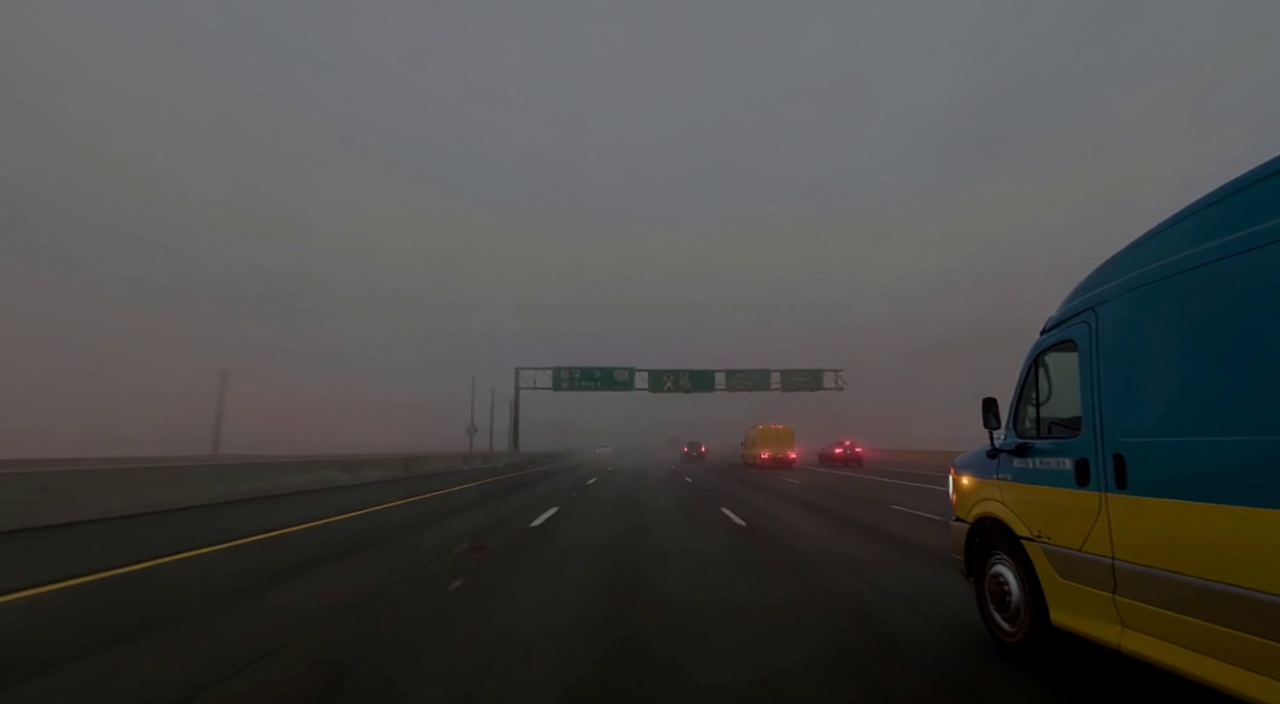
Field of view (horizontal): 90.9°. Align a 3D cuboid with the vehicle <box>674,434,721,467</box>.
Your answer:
[{"bbox_3d":[3.655,6.415,41.259,2.464,1.961,5.520,0,-8,-1],"label":"vehicle"}]

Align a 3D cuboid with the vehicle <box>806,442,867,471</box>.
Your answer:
[{"bbox_3d":[10.781,5.773,34.997,1.976,1.474,4.779,0,-9,1],"label":"vehicle"}]

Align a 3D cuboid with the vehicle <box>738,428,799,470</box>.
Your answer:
[{"bbox_3d":[7.265,5.547,36.315,2.301,2.203,5.419,0,-8,-1],"label":"vehicle"}]

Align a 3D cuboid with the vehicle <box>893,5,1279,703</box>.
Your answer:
[{"bbox_3d":[3.333,0.154,1.486,2.436,2.745,7.034,0,-8,-1],"label":"vehicle"}]
